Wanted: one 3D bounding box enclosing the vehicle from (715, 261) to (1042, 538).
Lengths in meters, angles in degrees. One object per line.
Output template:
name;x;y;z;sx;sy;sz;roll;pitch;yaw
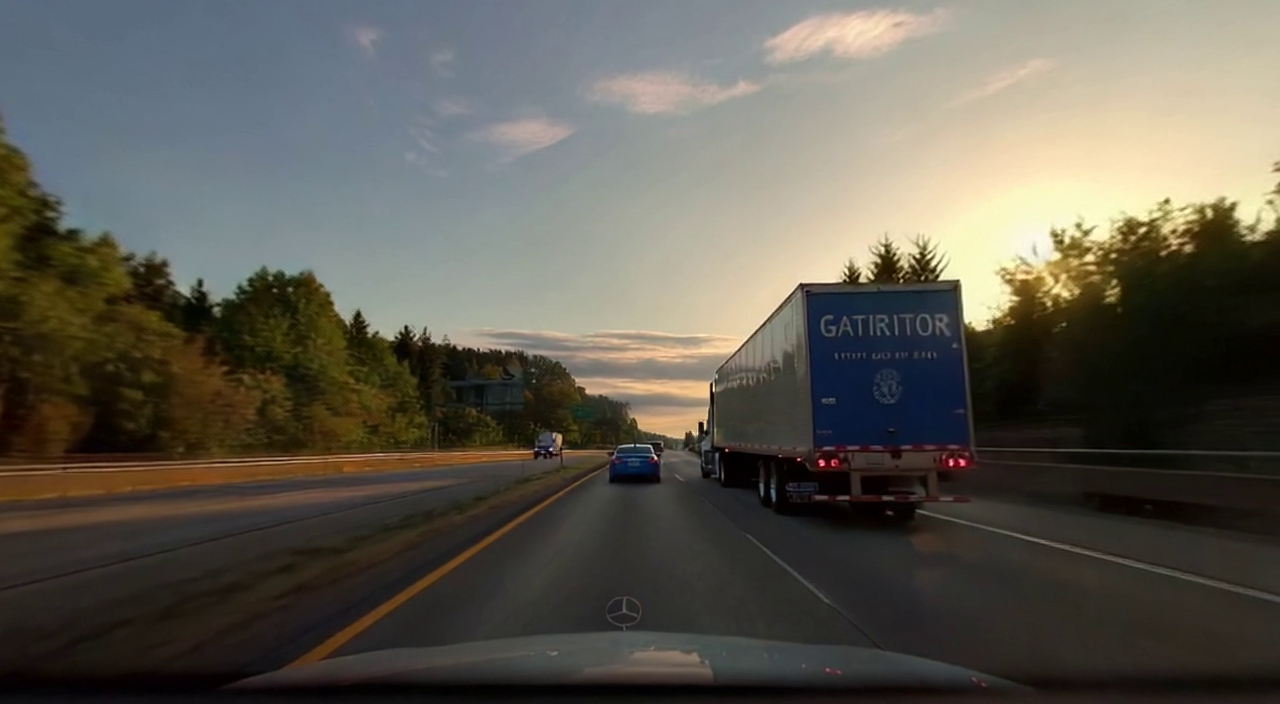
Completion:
vehicle;4.273;1.756;16.410;2.909;4.074;14.457;0;-9;0

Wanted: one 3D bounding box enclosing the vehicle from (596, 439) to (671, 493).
vehicle;-0.180;3.481;19.522;2.074;1.475;3.960;0;-9;0
